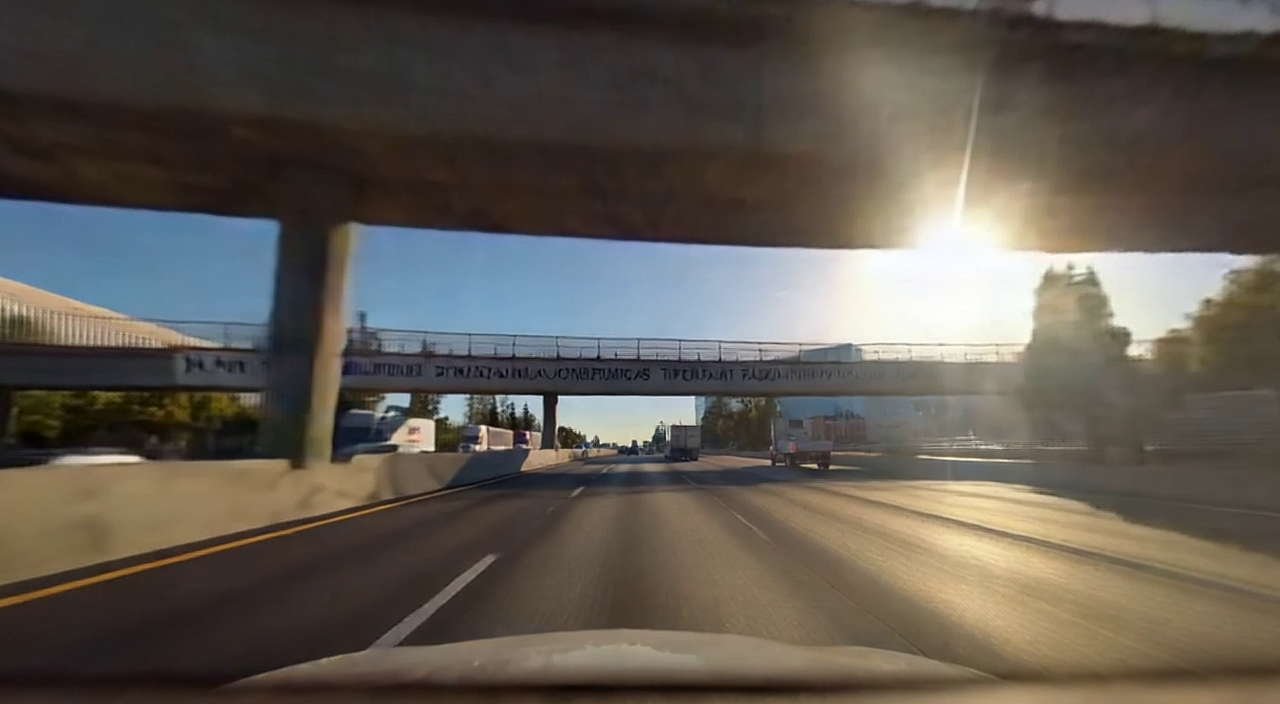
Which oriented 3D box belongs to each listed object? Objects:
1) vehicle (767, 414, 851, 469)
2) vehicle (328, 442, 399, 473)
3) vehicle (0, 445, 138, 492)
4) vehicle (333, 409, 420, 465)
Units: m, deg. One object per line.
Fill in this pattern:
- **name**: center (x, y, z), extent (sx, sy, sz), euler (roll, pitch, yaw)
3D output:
- **vehicle**: center (11.173, 6.130, 43.036), extent (2.912, 3.293, 9.588), euler (0, -9, -1)
- **vehicle**: center (-13.736, 5.264, 31.618), extent (1.790, 1.428, 3.725), euler (0, -9, 1)
- **vehicle**: center (-20.263, 3.992, 22.043), extent (1.903, 1.445, 4.386), euler (0, -9, -1)
- **vehicle**: center (-17.327, 5.711, 42.111), extent (3.008, 3.447, 6.441), euler (0, -9, -1)
